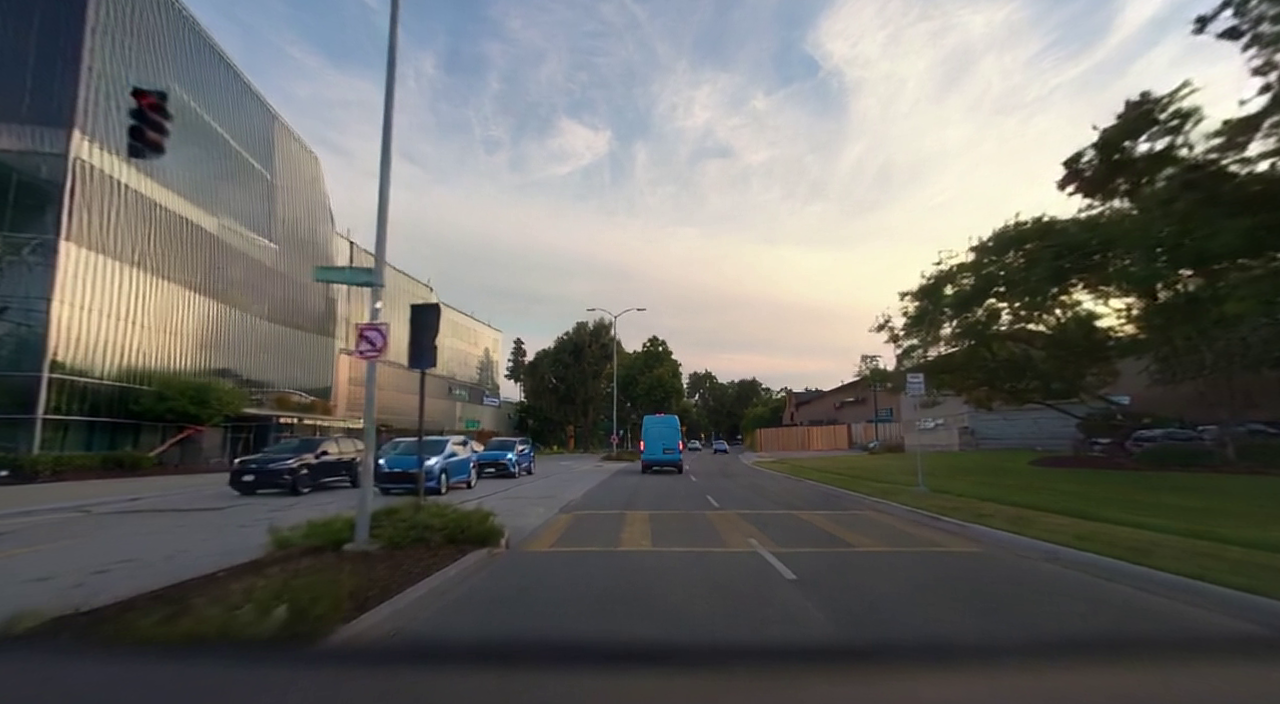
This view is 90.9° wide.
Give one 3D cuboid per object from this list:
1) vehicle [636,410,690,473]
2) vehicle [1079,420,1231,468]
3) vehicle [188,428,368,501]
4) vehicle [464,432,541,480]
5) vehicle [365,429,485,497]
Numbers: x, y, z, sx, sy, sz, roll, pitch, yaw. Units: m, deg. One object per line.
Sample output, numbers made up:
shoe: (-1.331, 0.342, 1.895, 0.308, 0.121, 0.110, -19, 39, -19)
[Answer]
vehicle: (1.230, 4.429, 31.319, 2.435, 2.816, 5.232, 0, -8, 4)
vehicle: (16.869, 3.059, 20.925, 1.759, 1.433, 3.862, -1, -9, 1)
vehicle: (-9.096, 2.882, 16.398, 1.891, 1.575, 4.559, -2, -9, 1)
vehicle: (-5.232, 4.053, 24.580, 1.935, 1.633, 4.247, -2, -9, 2)
vehicle: (-5.589, 2.948, 16.895, 1.893, 1.587, 3.595, -1, -9, 1)
